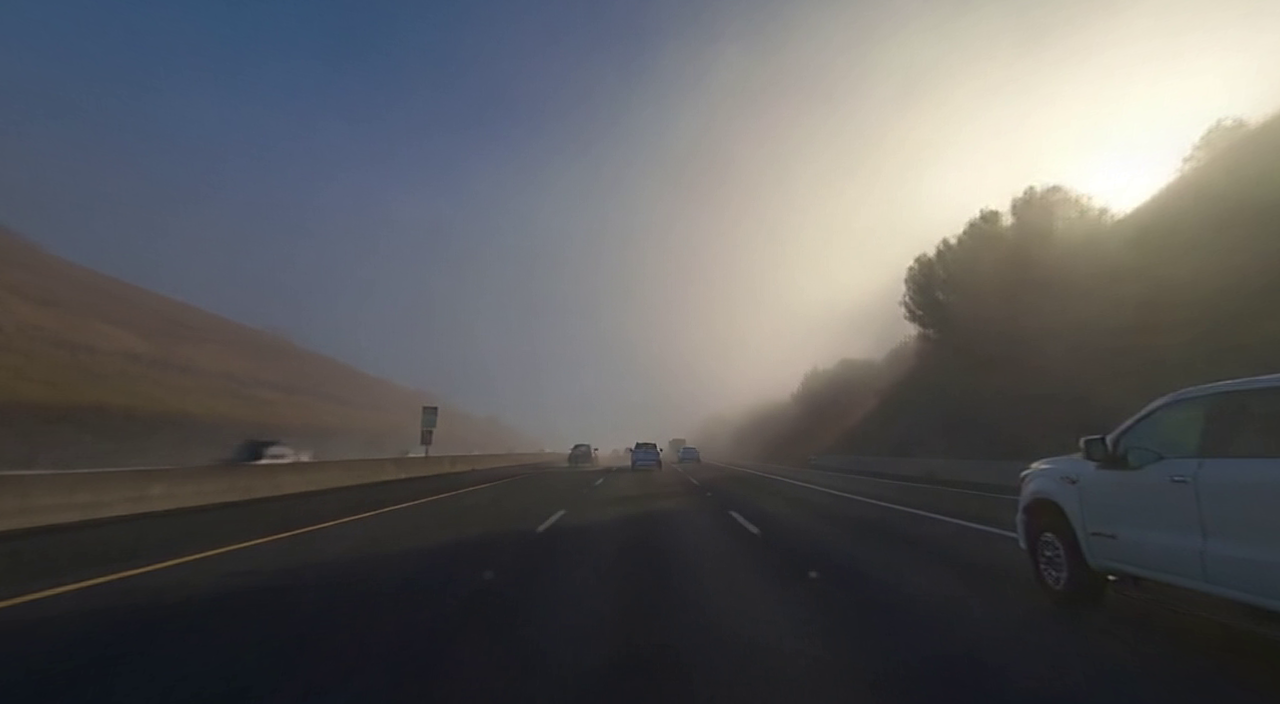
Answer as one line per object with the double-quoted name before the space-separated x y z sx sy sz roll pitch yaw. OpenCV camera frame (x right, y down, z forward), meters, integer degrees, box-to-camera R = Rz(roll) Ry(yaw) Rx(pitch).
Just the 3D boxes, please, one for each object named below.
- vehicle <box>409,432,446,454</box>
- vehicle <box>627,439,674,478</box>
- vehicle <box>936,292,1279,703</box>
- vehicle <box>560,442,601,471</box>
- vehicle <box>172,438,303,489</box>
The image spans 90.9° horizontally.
"vehicle" -15.928 6.877 47.422 1.641 1.382 3.344 -3 -12 0
"vehicle" 0.463 4.954 29.723 2.086 1.685 4.206 0 -8 0
"vehicle" 4.267 0.772 3.191 2.700 1.980 5.866 0 -8 0
"vehicle" -3.623 6.422 39.089 2.076 1.690 4.113 0 -8 1
"vehicle" -12.541 3.476 19.968 1.616 1.444 3.746 0 -8 1
